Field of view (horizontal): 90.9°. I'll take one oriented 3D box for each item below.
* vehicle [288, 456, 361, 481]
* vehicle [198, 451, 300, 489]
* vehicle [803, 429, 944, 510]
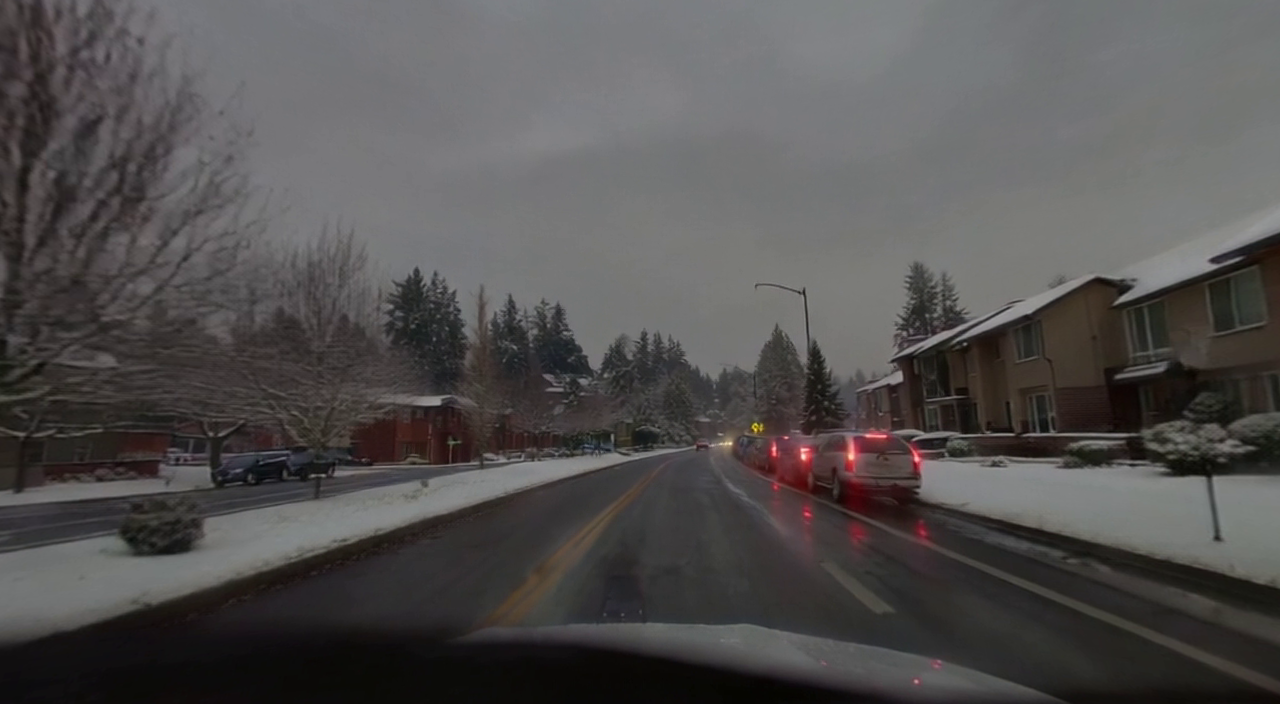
[{"bbox_3d":[-20.417,7.545,41.040,1.909,1.451,4.757,-1,-8,6],"label":"vehicle"},{"bbox_3d":[-21.334,6.430,34.697,2.060,1.814,5.097,-1,-8,5],"label":"vehicle"},{"bbox_3d":[5.308,2.720,14.993,2.011,1.649,4.001,-1,-8,4],"label":"vehicle"}]
